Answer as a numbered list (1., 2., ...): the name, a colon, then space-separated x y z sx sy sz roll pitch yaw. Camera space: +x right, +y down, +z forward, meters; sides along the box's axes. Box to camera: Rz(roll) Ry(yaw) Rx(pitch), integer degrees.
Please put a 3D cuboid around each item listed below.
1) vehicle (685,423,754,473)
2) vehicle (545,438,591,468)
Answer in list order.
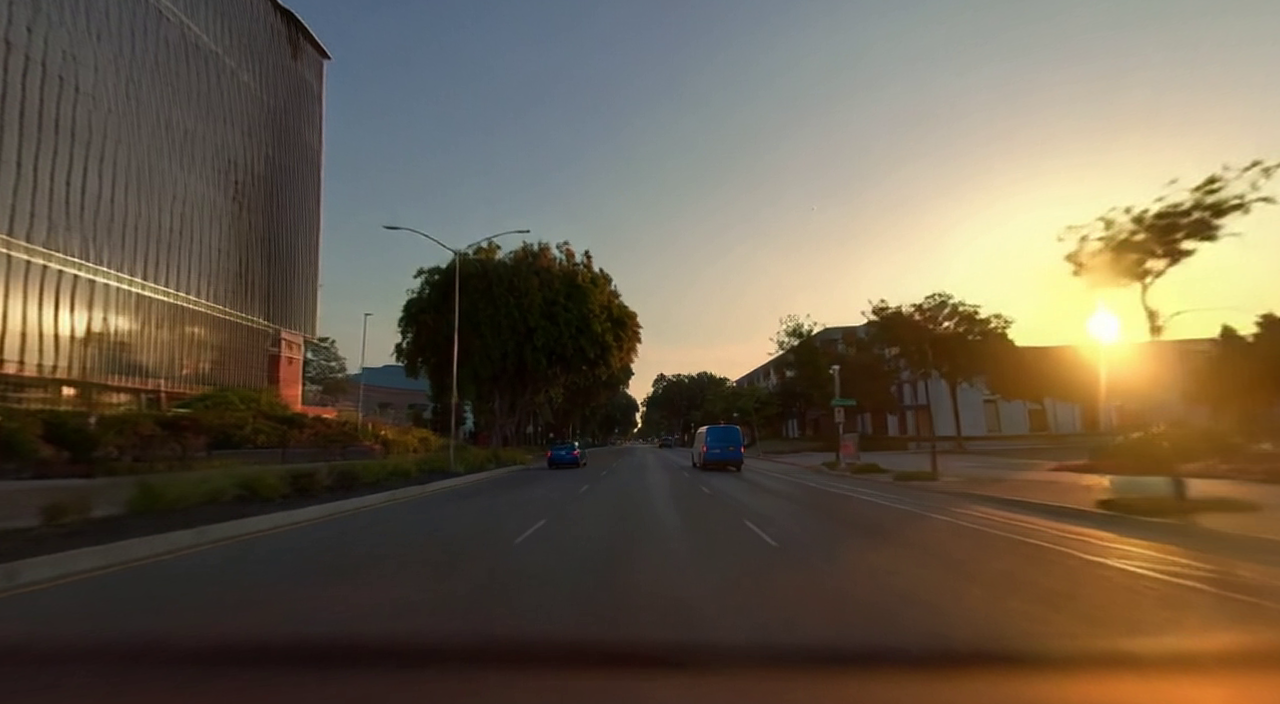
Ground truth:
1. vehicle: 3.270 4.102 27.022 2.200 1.914 5.145 0 -8 -1
2. vehicle: -3.705 5.273 33.147 1.864 1.464 4.195 0 -8 1
